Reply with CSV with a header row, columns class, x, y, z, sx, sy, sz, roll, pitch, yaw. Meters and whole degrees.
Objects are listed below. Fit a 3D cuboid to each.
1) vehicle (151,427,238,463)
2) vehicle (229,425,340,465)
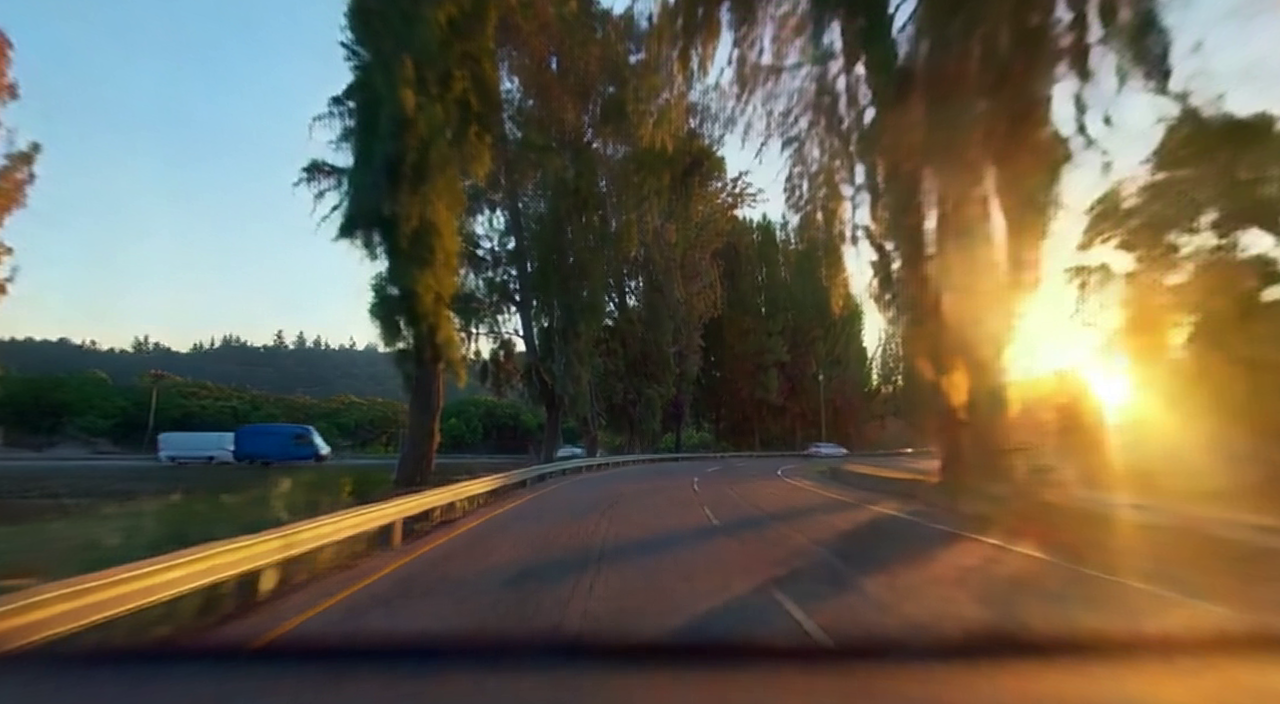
class,x,y,z,sx,sy,sz,roll,pitch,yaw
vehicle,-33.677,7.050,47.802,4.784,2.535,2.203,1,-10,-19
vehicle,-27.842,7.306,49.735,7.155,2.942,2.420,3,-8,-20
